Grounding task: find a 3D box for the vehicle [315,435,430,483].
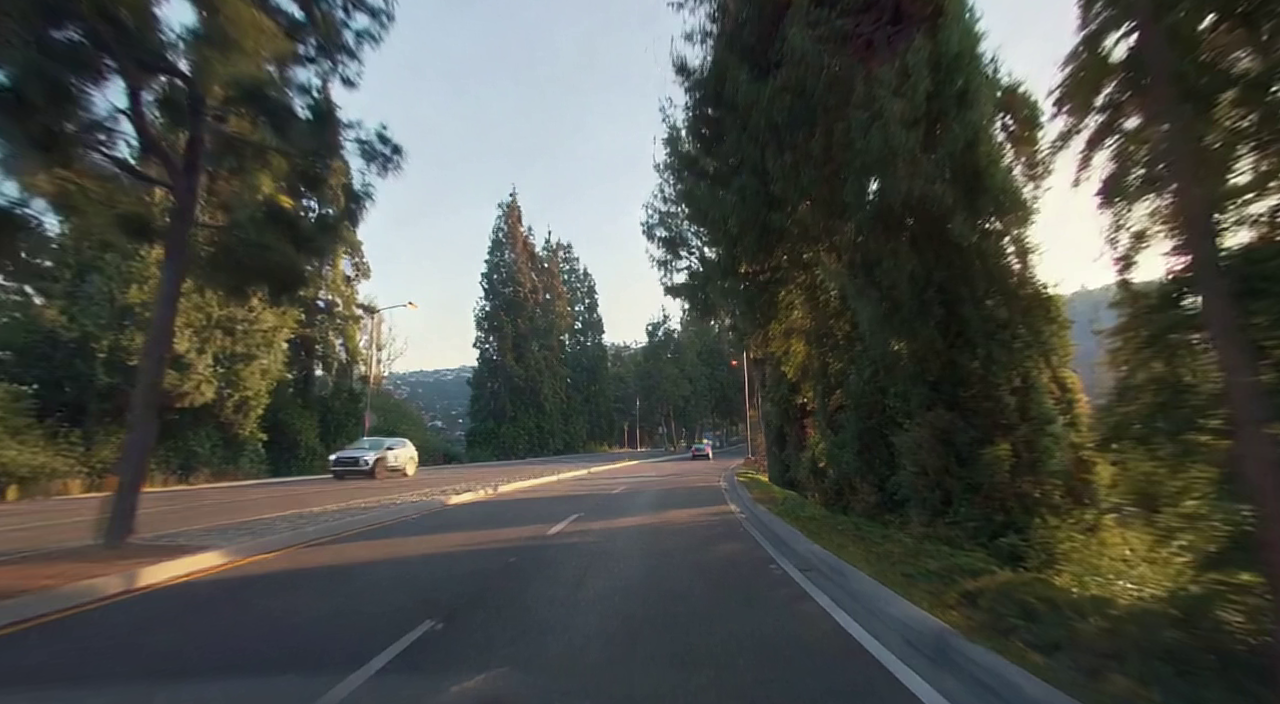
[{"bbox_3d":[-10.029,4.055,23.942,2.023,1.657,4.394,-1,-9,7],"label":"vehicle"}]
